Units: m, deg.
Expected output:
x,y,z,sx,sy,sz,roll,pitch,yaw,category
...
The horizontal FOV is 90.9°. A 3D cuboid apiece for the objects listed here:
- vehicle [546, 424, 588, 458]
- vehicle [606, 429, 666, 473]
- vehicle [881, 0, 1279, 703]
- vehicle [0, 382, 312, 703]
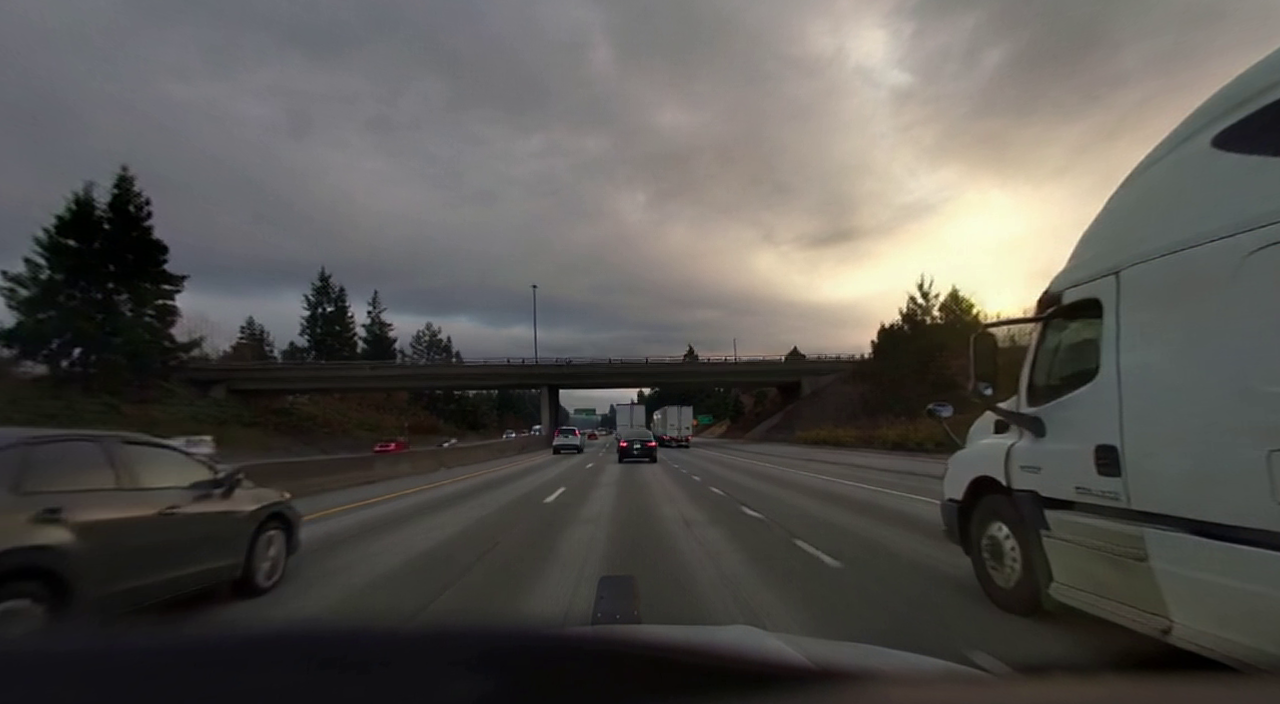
x,y,z,sx,sy,sz,roll,pitch,yaw,category
-4.426,5.471,38.883,2.013,1.961,4.692,0,-8,0,vehicle
-0.182,3.691,23.727,2.059,1.522,3.693,0,-8,-1,vehicle
3.780,-0.086,2.018,2.783,3.483,7.836,0,-8,-1,vehicle
-3.807,0.939,3.009,1.979,1.527,4.754,0,-8,-1,vehicle
